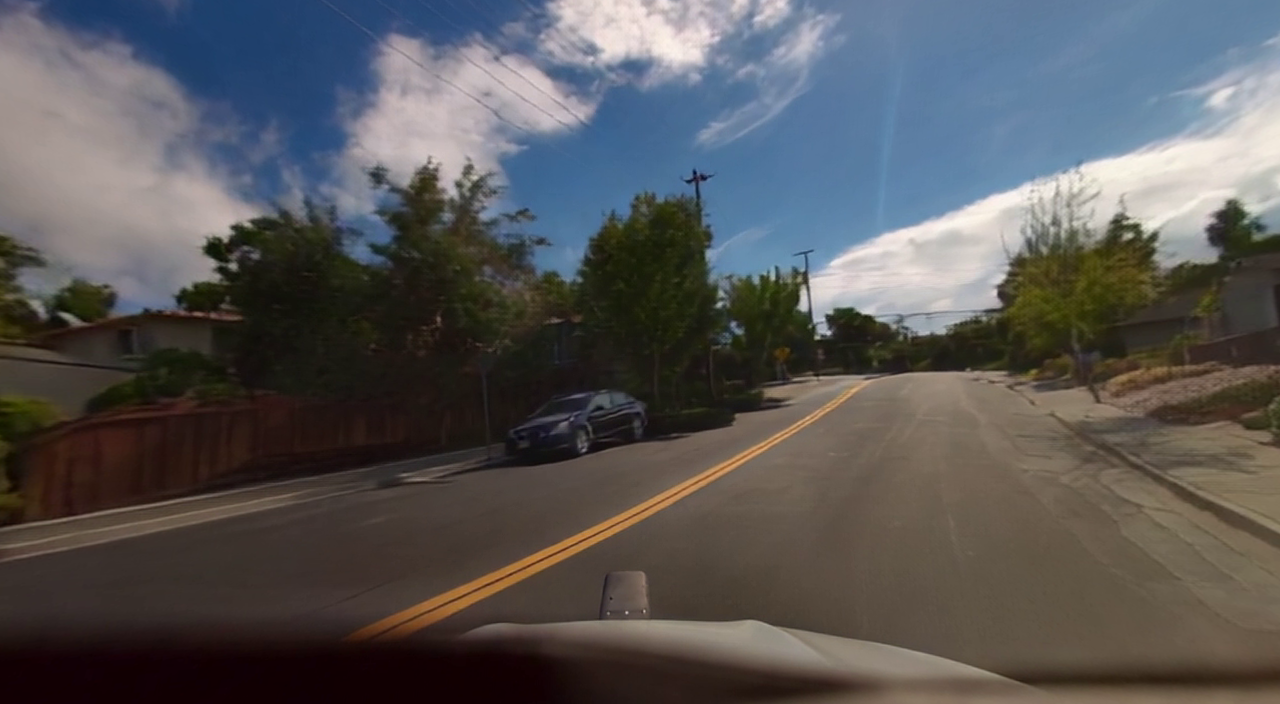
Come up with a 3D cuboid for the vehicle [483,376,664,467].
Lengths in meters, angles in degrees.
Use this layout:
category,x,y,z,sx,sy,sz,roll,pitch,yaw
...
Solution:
category,x,y,z,sx,sy,sz,roll,pitch,yaw
vehicle,-1.409,1.589,15.972,2.032,1.595,5.289,-3,0,26
